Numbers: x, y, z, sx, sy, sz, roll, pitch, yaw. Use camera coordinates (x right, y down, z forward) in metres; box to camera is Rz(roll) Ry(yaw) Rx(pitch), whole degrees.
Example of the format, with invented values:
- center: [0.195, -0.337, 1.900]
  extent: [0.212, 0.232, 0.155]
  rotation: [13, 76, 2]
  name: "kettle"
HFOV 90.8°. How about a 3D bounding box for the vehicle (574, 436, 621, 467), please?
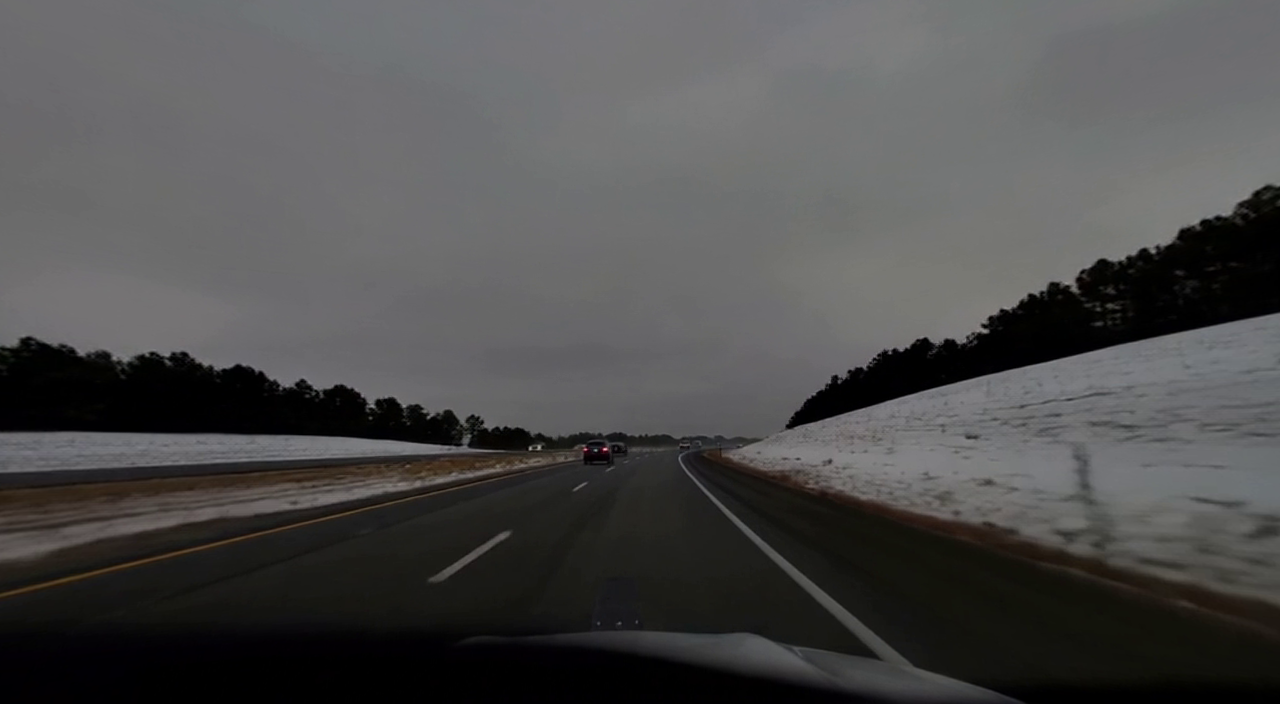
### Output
- center: [-2.489, 5.973, 38.140]
  extent: [2.252, 1.743, 4.560]
  rotation: [-1, -8, 3]
  name: "vehicle"
